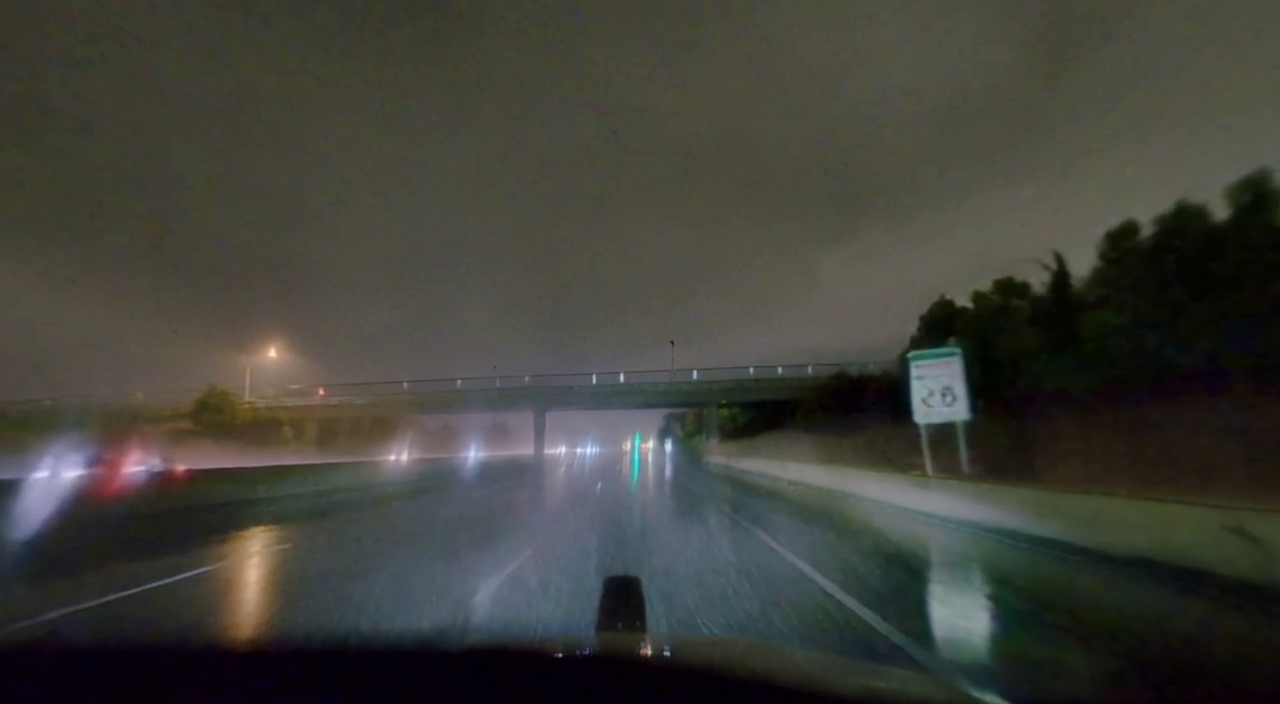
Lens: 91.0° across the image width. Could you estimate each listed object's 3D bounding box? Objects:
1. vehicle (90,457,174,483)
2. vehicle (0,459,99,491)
[{"bbox_3d":[-35.728,8.271,44.465,1.948,1.676,4.660,0,-9,0],"label":"vehicle"},{"bbox_3d":[-31.727,6.492,33.518,1.815,1.486,4.395,0,-9,1],"label":"vehicle"}]
